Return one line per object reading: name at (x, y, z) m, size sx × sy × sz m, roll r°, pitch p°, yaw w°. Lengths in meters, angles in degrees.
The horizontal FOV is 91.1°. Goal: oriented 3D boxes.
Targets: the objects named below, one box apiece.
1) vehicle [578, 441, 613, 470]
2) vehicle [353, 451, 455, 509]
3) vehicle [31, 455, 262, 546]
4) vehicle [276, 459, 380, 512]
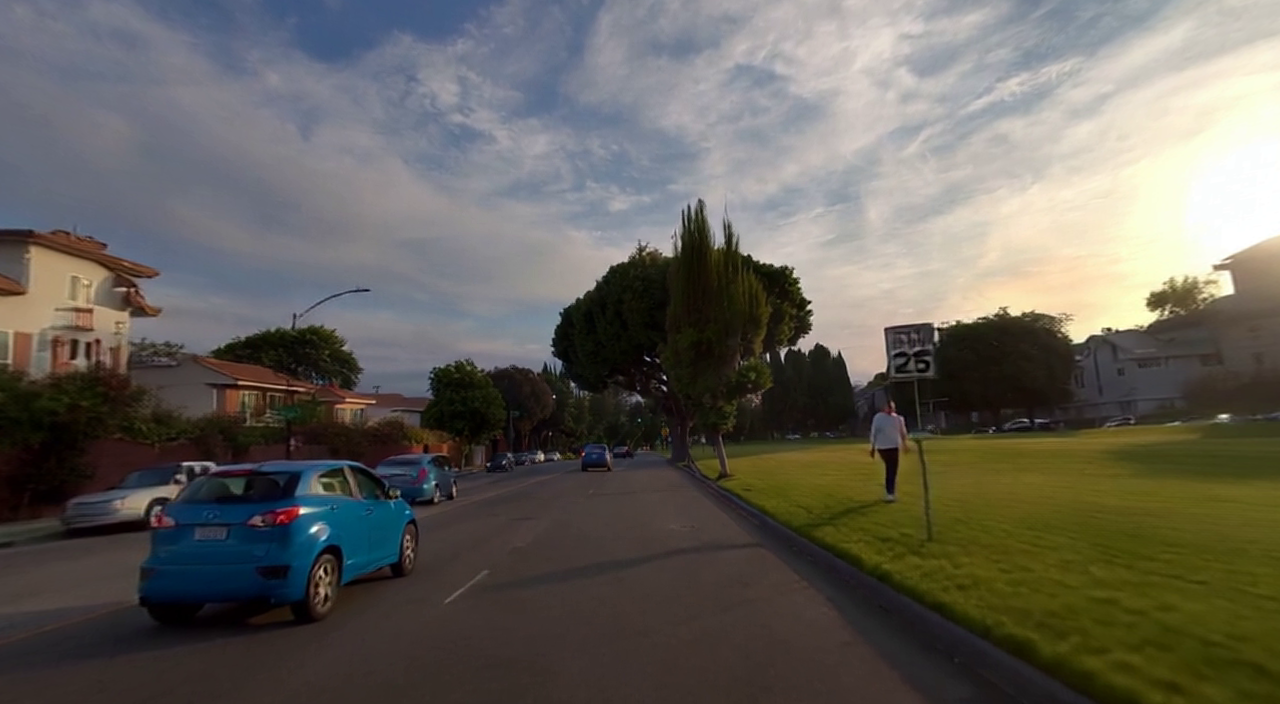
vehicle at (-2.902, 6.831, 41.614) m, size 1.908 × 1.809 × 4.230 m, roll 0°, pitch -8°, yaw 1°
vehicle at (-8.988, 4.872, 24.426) m, size 2.019 × 1.907 × 4.697 m, roll 0°, pitch -8°, yaw 1°
vehicle at (-12.146, 3.605, 16.055) m, size 1.904 × 1.728 × 4.997 m, roll 2°, pitch -7°, yaw -1°
vehicle at (-12.180, 5.188, 24.846) m, size 1.910 × 1.462 × 4.581 m, roll -4°, pitch -6°, yaw -2°
